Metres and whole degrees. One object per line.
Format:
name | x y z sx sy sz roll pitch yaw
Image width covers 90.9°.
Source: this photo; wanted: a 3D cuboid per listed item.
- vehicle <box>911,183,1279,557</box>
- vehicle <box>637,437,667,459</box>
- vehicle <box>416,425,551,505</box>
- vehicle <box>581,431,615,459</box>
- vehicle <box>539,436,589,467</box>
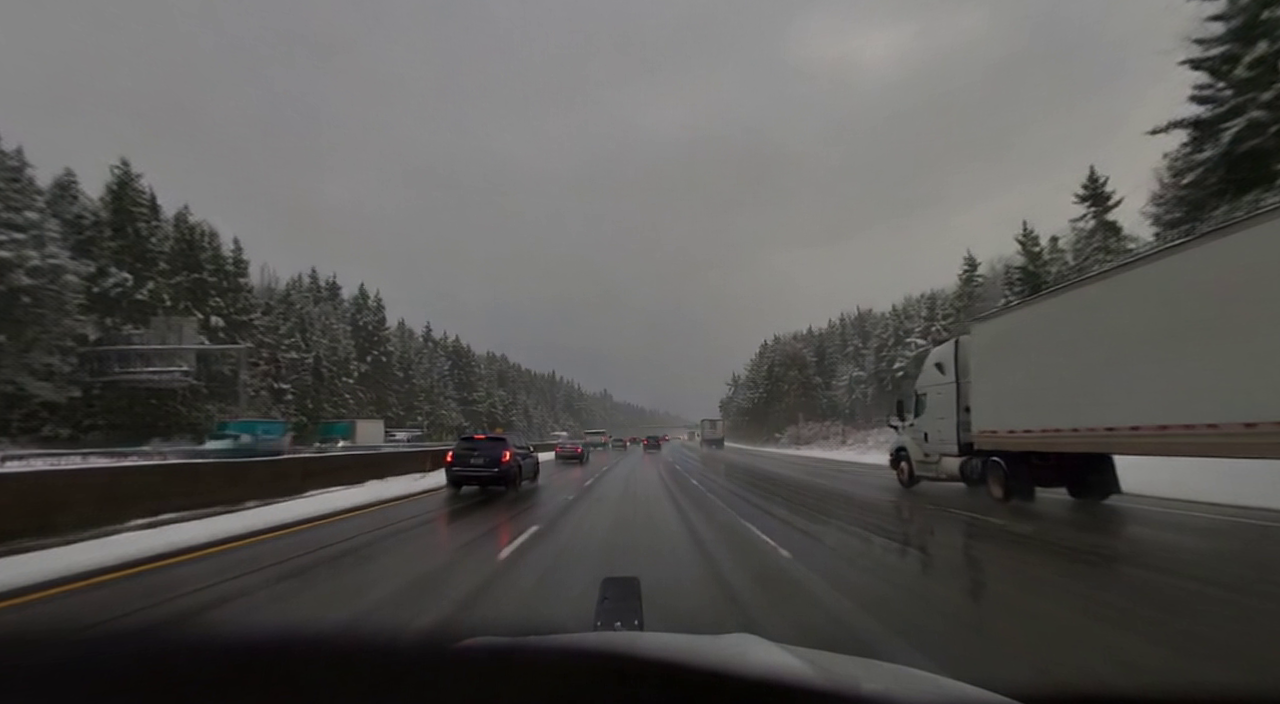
vehicle | 8.467 0.443 8.800 2.866 4.100 14.057 0 -8 -1
vehicle | 0.819 6.743 44.671 2.004 1.465 3.842 0 -8 0
vehicle | -3.502 2.591 15.046 2.137 1.618 4.209 0 -8 0
vehicle | -2.926 6.596 44.901 2.064 1.826 4.263 0 -8 1
vehicle | -3.809 5.047 32.331 2.013 1.460 4.027 0 -8 1
